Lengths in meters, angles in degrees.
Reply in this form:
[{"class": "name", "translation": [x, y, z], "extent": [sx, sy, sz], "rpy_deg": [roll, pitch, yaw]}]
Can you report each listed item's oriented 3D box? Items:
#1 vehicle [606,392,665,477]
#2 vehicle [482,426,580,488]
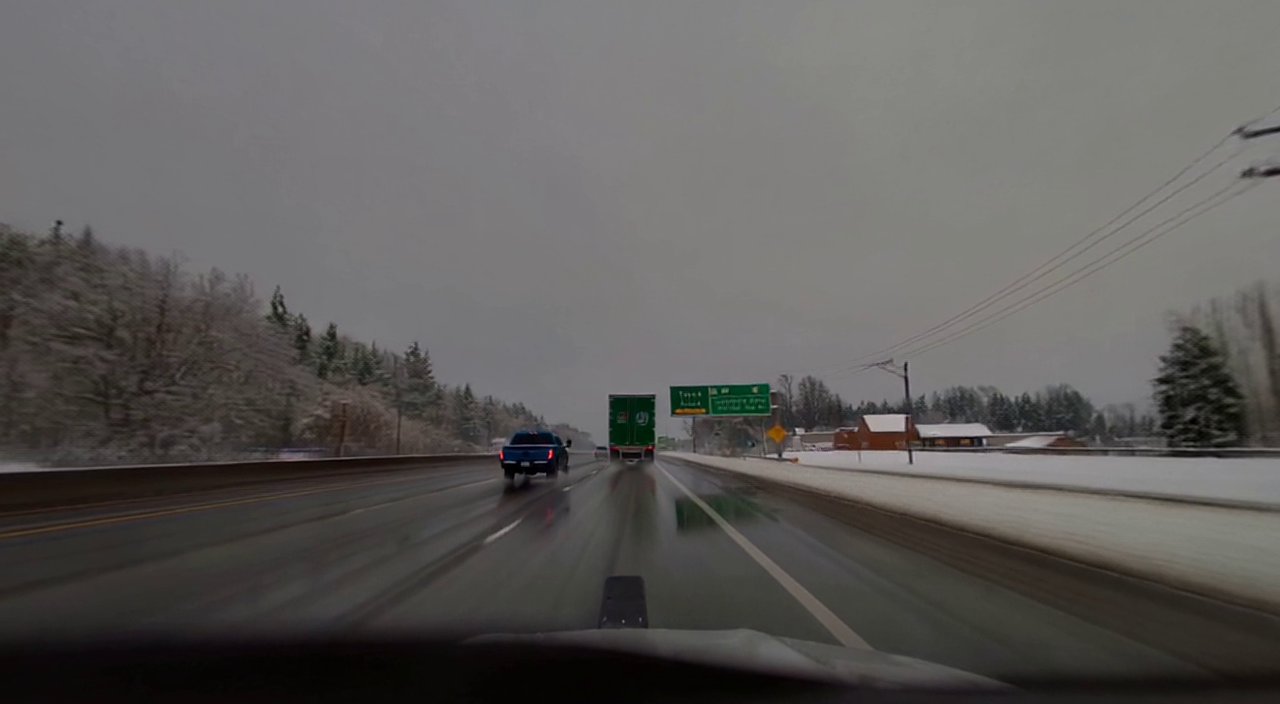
[{"class": "vehicle", "translation": [-0.250, 4.968, 37.288], "extent": [2.879, 4.085, 13.125], "rpy_deg": [0, -8, 0]}, {"class": "vehicle", "translation": [-4.096, 4.125, 25.196], "extent": [2.749, 2.141, 6.515], "rpy_deg": [0, -8, 0]}]
